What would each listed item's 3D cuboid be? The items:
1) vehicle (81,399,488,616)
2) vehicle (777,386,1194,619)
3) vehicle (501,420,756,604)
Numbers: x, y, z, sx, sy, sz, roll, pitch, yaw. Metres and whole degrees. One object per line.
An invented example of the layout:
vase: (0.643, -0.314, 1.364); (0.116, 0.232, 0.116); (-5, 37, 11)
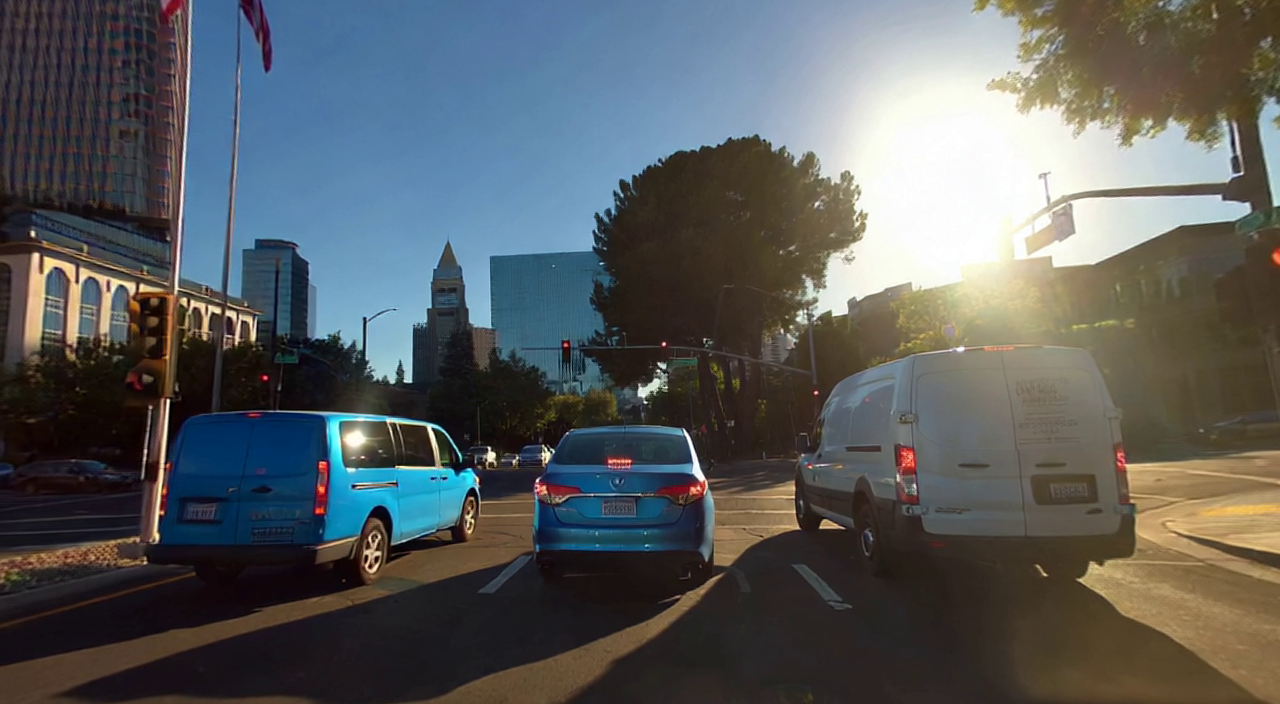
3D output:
vehicle: (-3.310, 1.522, 7.040); (2.024, 1.677, 3.998); (-1, -9, 3)
vehicle: (3.090, 1.465, 7.034); (2.178, 1.746, 4.400); (0, -9, 1)
vehicle: (-0.143, 1.632, 7.326); (2.098, 1.494, 4.118); (0, -9, -1)
